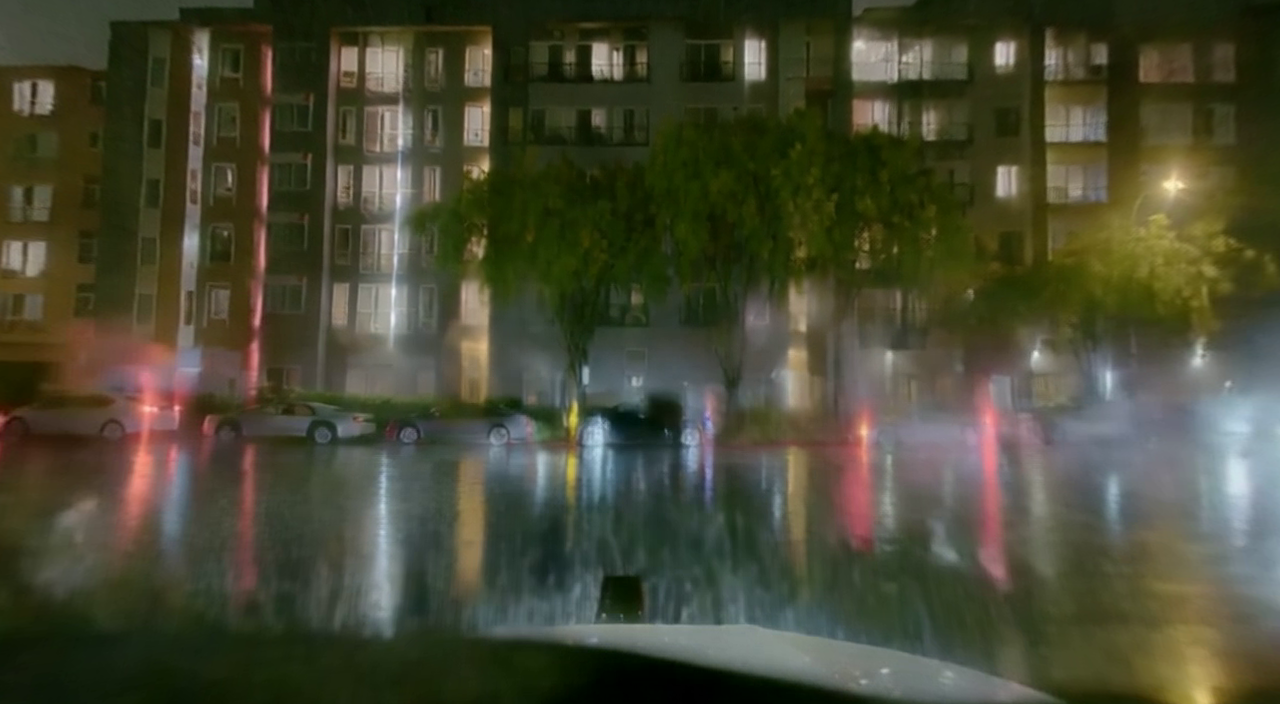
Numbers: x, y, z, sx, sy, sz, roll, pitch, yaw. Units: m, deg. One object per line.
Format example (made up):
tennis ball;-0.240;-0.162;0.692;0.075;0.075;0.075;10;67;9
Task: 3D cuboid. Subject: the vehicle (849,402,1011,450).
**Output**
vehicle;9.457;2.437;20.808;4.521;1.411;1.726;2;-6;-3

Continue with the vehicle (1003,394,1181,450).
vehicle;15.057;2.317;21.244;4.544;1.780;1.966;0;-3;-1

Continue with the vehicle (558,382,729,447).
vehicle;0.066;2.095;20.636;5.299;1.860;2.098;2;-9;-5

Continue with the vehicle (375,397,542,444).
vehicle;-5.748;2.253;20.477;4.851;1.339;1.785;1;-9;-2

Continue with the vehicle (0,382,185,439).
vehicle;-17.475;1.894;20.063;4.426;1.641;1.889;1;-8;-5

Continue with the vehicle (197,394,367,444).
vehicle;-11.390;2.176;20.335;4.336;1.438;1.776;2;-7;-3
